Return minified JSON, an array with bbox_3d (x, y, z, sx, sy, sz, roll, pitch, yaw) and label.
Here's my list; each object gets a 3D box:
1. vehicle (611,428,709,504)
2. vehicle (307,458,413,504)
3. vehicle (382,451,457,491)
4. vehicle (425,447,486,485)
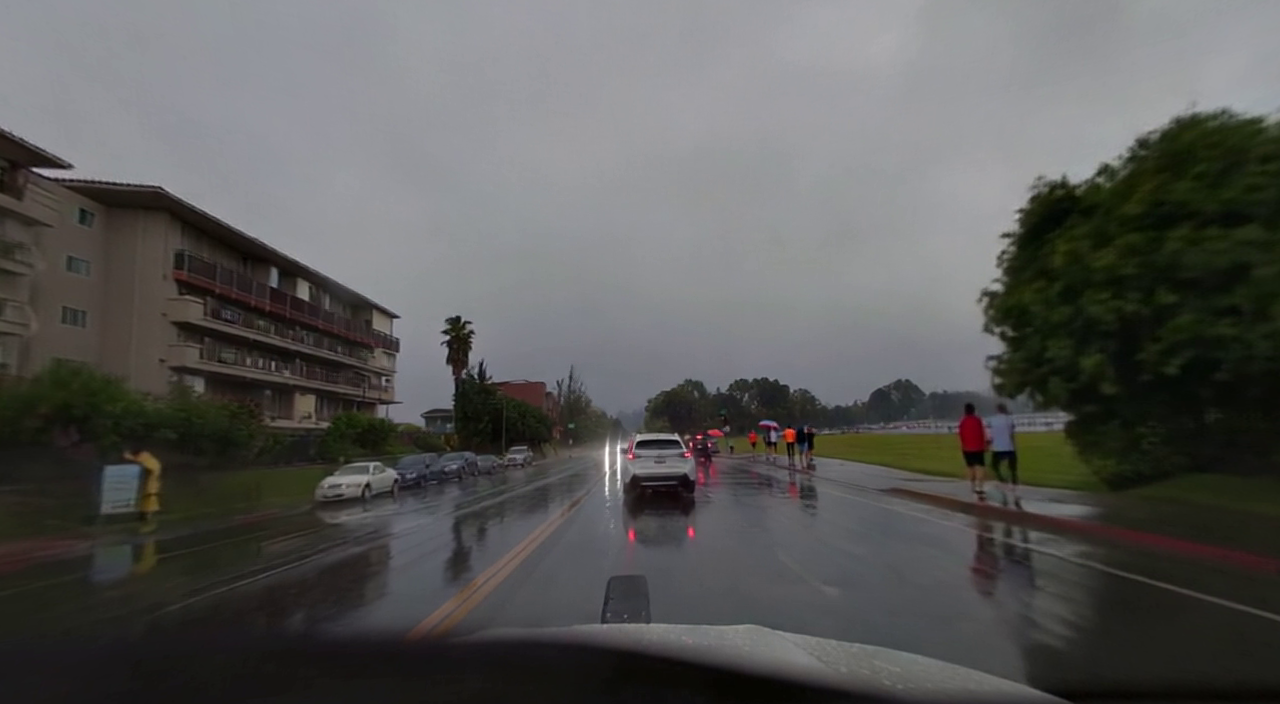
[{"bbox_3d":[0.422,2.788,15.789,2.132,1.632,3.838,0,-9,0],"label":"vehicle"},{"bbox_3d":[-10.448,4.821,23.947,1.839,1.474,4.694,-1,-9,1],"label":"vehicle"},{"bbox_3d":[-10.216,5.516,29.536,1.869,1.647,4.281,-1,-9,1],"label":"vehicle"},{"bbox_3d":[-10.050,6.199,34.741,1.940,1.816,4.721,-1,-7,1],"label":"vehicle"}]
